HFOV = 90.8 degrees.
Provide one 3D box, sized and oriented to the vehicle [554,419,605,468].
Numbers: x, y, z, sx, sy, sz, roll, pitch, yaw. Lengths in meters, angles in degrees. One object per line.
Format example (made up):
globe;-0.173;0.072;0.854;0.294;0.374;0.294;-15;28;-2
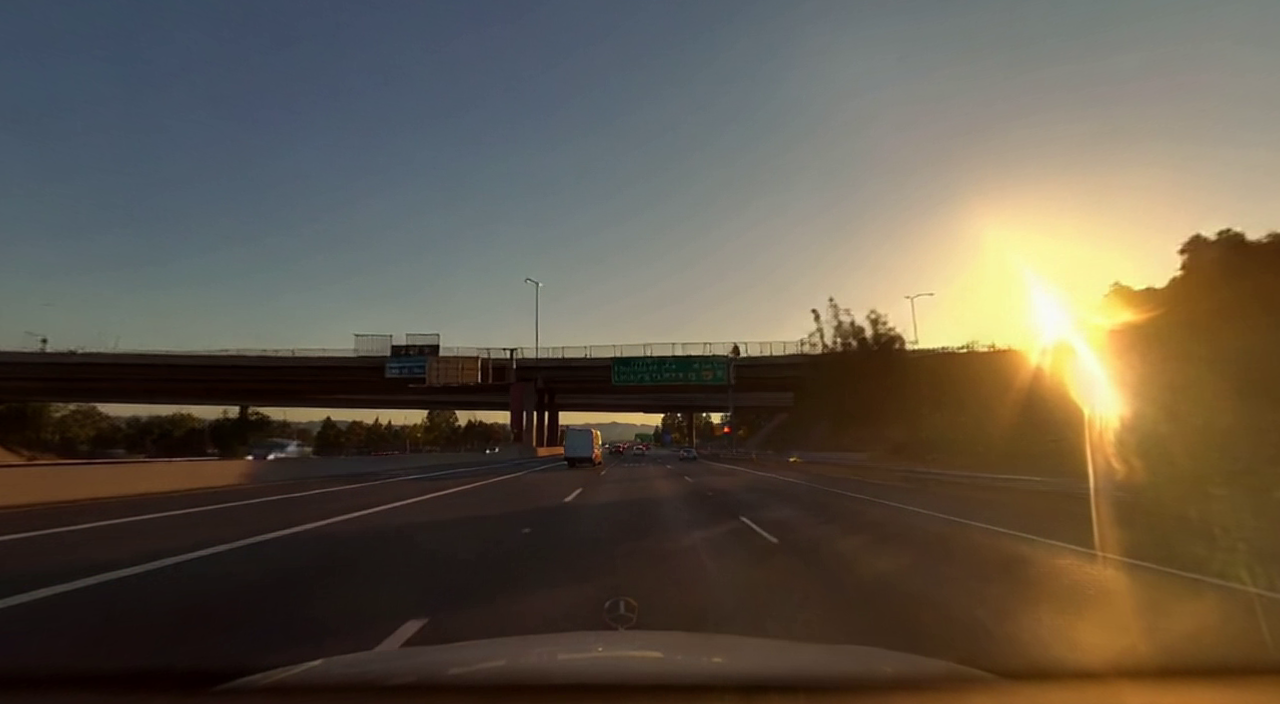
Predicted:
vehicle;-3.789;6.001;41.364;2.881;2.937;7.045;0;-9;-2
